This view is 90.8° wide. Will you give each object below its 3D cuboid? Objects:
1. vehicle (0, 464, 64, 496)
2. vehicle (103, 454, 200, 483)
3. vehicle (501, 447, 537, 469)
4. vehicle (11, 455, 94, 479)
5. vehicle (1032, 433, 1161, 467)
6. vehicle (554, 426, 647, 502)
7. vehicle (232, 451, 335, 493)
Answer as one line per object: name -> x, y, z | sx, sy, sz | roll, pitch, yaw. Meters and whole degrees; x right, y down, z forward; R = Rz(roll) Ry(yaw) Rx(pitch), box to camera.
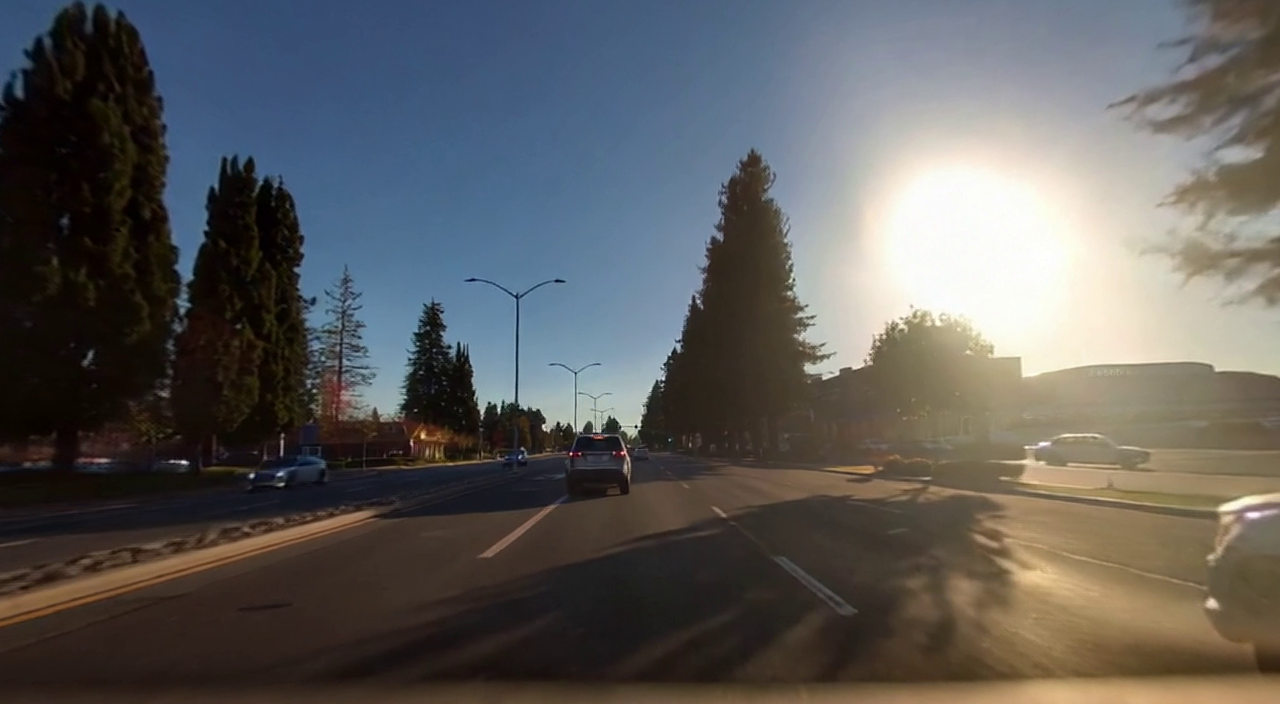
vehicle -> -29.603, 6.021, 29.755 | 3.266, 1.362, 1.657 | 0, -8, 0
vehicle -> -29.246, 6.957, 37.889 | 4.287, 1.464, 2.016 | -3, -8, 6
vehicle -> -9.164, 8.071, 48.228 | 2.001, 1.579, 3.930 | 0, -8, 0
vehicle -> -41.886, 8.196, 45.106 | 3.932, 1.582, 1.808 | 0, -8, -4
vehicle -> 20.702, 4.468, 28.802 | 4.339, 1.456, 2.030 | 0, -8, -2
vehicle -> -1.119, 3.138, 18.197 | 2.300, 1.870, 4.936 | 0, -8, -3
vehicle -> -15.547, 5.209, 27.851 | 2.022, 1.615, 4.324 | 0, -8, 0
